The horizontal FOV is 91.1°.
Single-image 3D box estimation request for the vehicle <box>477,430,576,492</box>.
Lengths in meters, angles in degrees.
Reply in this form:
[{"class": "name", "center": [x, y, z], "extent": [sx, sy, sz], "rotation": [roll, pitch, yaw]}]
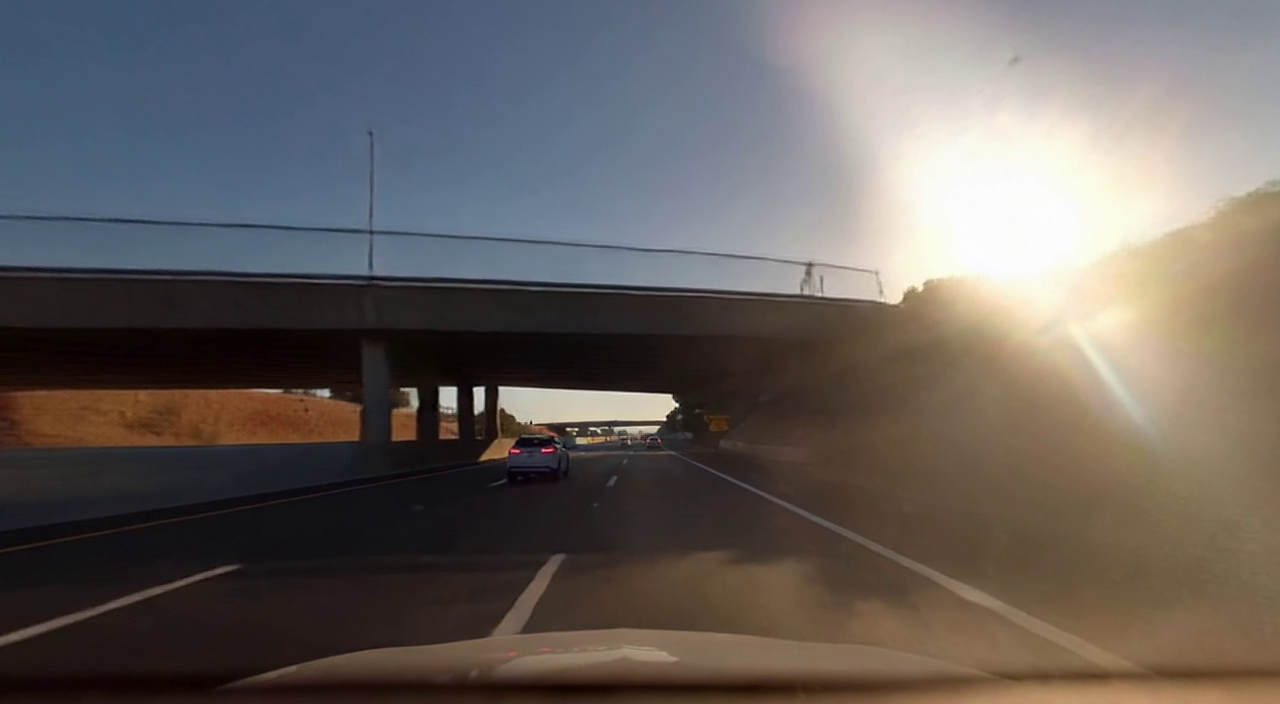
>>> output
[{"class": "vehicle", "center": [-3.174, 3.118, 18.508], "extent": [2.039, 1.589, 4.324], "rotation": [0, -8, 1]}]
